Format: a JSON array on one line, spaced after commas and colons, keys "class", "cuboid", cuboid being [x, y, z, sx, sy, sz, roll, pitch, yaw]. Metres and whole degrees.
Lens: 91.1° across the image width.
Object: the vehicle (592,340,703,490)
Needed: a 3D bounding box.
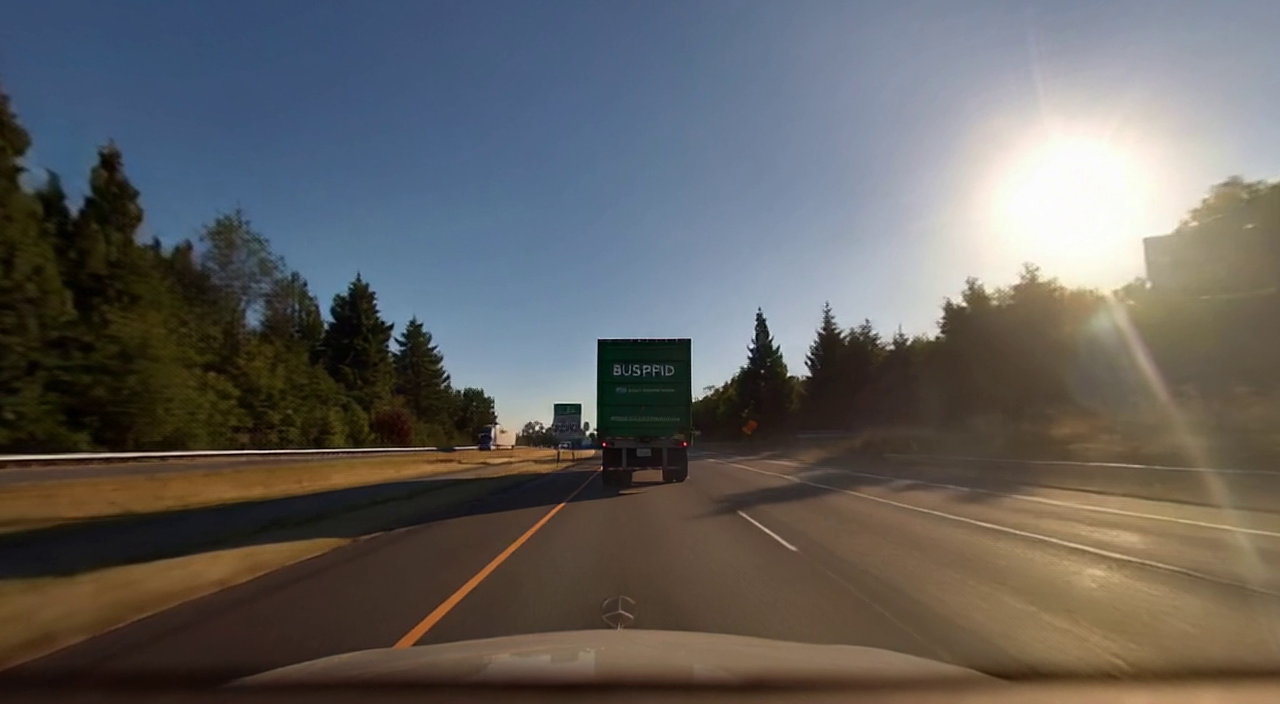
[{"class": "vehicle", "cuboid": [0.141, 2.217, 20.803, 2.870, 3.911, 8.697, 0, -8, -1]}]
